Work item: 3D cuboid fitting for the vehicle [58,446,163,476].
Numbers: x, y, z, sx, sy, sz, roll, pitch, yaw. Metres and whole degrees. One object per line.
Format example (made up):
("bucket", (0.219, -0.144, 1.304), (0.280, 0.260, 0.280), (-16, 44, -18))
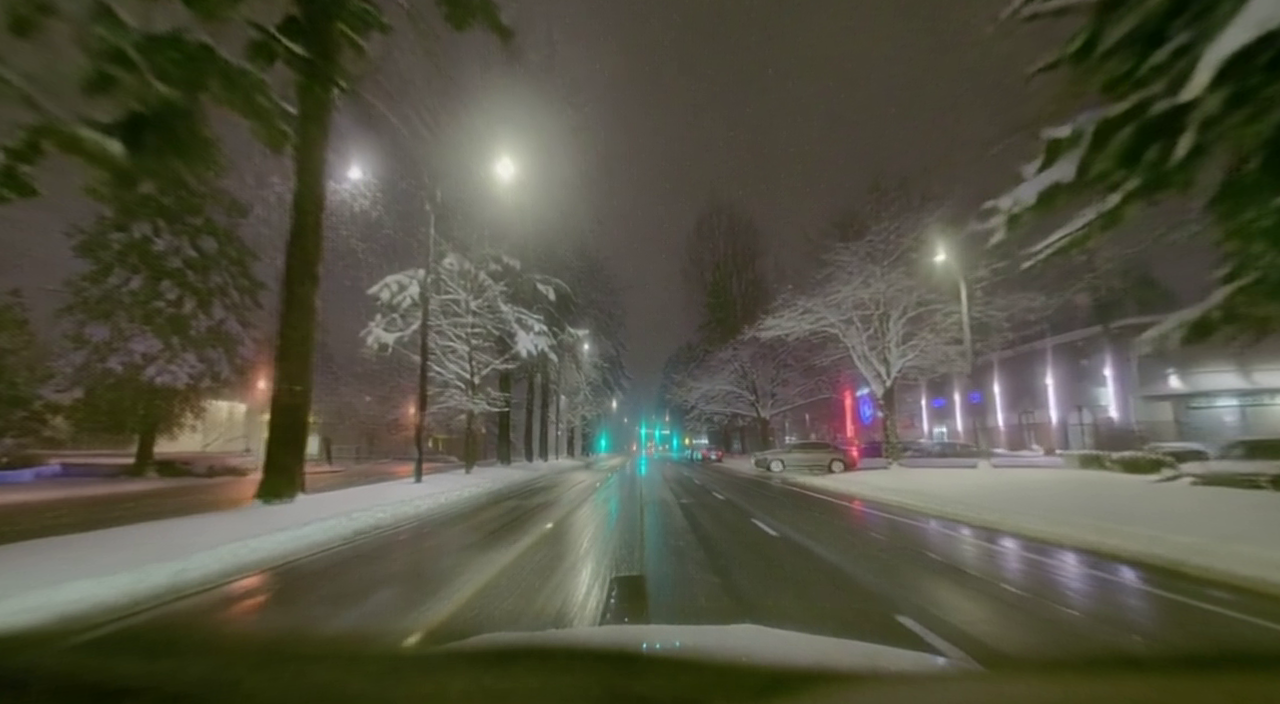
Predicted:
("vehicle", (-32.353, 6.665, 38.629), (4.557, 1.773, 2.018), (0, -9, 1))

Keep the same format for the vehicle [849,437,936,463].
("vehicle", (16.982, 6.612, 42.545), (4.897, 1.739, 2.259), (0, -9, 2))

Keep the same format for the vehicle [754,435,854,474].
("vehicle", (9.427, 5.868, 36.276), (5.329, 2.114, 2.325), (-3, -9, 19))

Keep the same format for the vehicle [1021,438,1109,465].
("vehicle", (29.527, 6.905, 43.918), (4.641, 1.816, 1.954), (0, -9, 3))

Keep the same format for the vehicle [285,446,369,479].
("vehicle", (-18.938, 6.695, 38.466), (2.317, 1.830, 5.142), (0, -9, 2))

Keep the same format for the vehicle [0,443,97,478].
("vehicle", (-32.107, 5.770, 33.339), (4.718, 1.644, 2.287), (-2, -9, 2))
